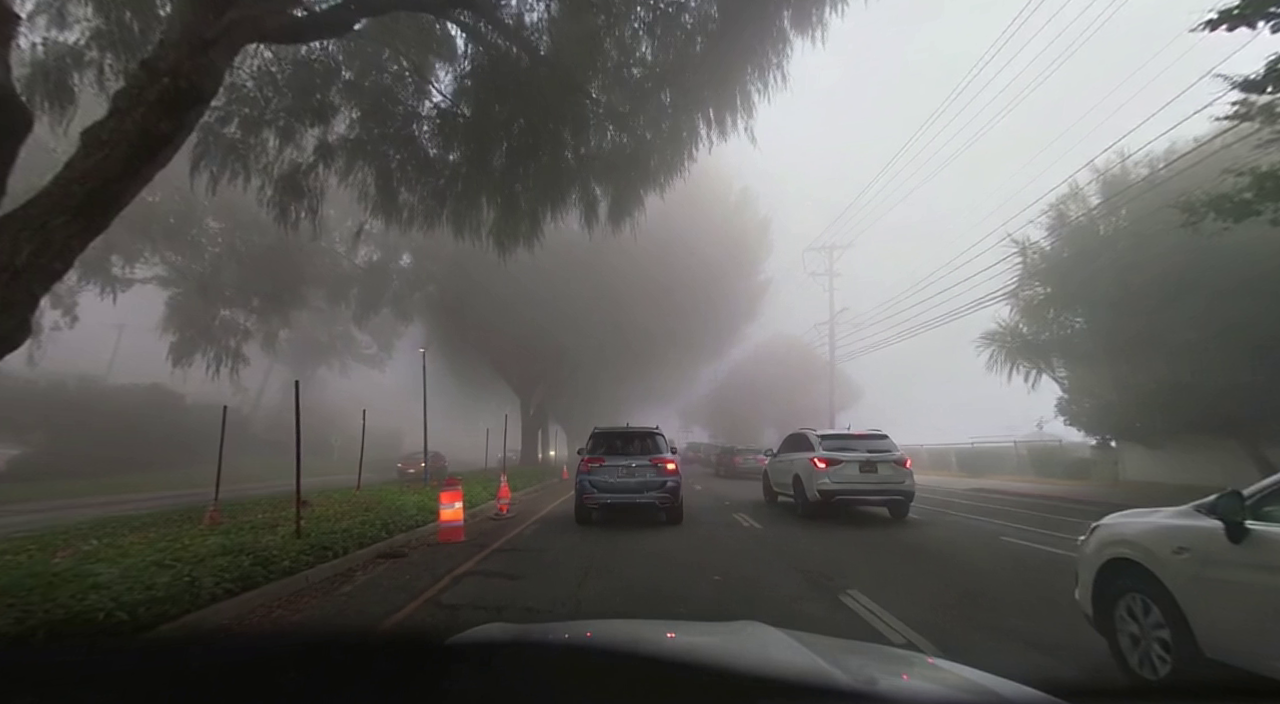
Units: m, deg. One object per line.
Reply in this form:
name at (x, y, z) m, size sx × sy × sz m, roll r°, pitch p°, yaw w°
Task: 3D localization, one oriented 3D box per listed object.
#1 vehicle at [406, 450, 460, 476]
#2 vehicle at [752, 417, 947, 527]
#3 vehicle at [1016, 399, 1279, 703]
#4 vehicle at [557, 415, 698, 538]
vehicle at (-12.434, 6.665, 38.190) m, size 1.836 × 1.451 × 4.456 m, roll -1°, pitch -8°, yaw -1°
vehicle at (3.796, 2.276, 12.543) m, size 2.116 × 1.726 × 4.672 m, roll 0°, pitch -8°, yaw -2°
vehicle at (3.443, 0.807, 1.746) m, size 1.977 × 1.460 × 4.565 m, roll -1°, pitch -8°, yaw 0°
vehicle at (-0.233, 2.098, 11.216) m, size 2.050 × 1.745 × 3.915 m, roll 0°, pitch -8°, yaw -1°
